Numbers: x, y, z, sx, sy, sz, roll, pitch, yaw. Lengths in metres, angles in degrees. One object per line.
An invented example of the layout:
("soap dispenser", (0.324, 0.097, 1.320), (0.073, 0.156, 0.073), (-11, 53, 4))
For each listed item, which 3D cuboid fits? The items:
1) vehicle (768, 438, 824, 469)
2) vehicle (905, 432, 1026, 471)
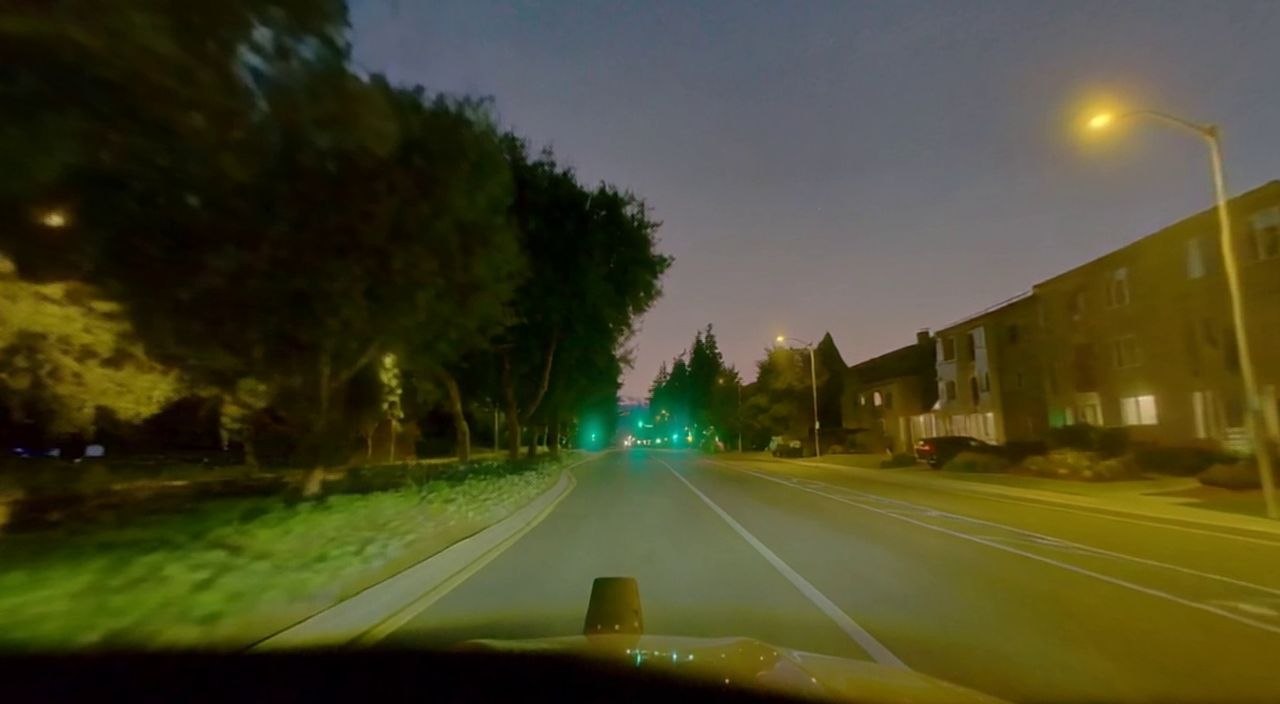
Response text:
("vehicle", (9.410, 6.164, 38.534), (2.096, 1.703, 4.583), (1, -9, -2))
("vehicle", (15.507, 4.759, 30.324), (4.605, 1.779, 2.135), (0, -9, 0))
